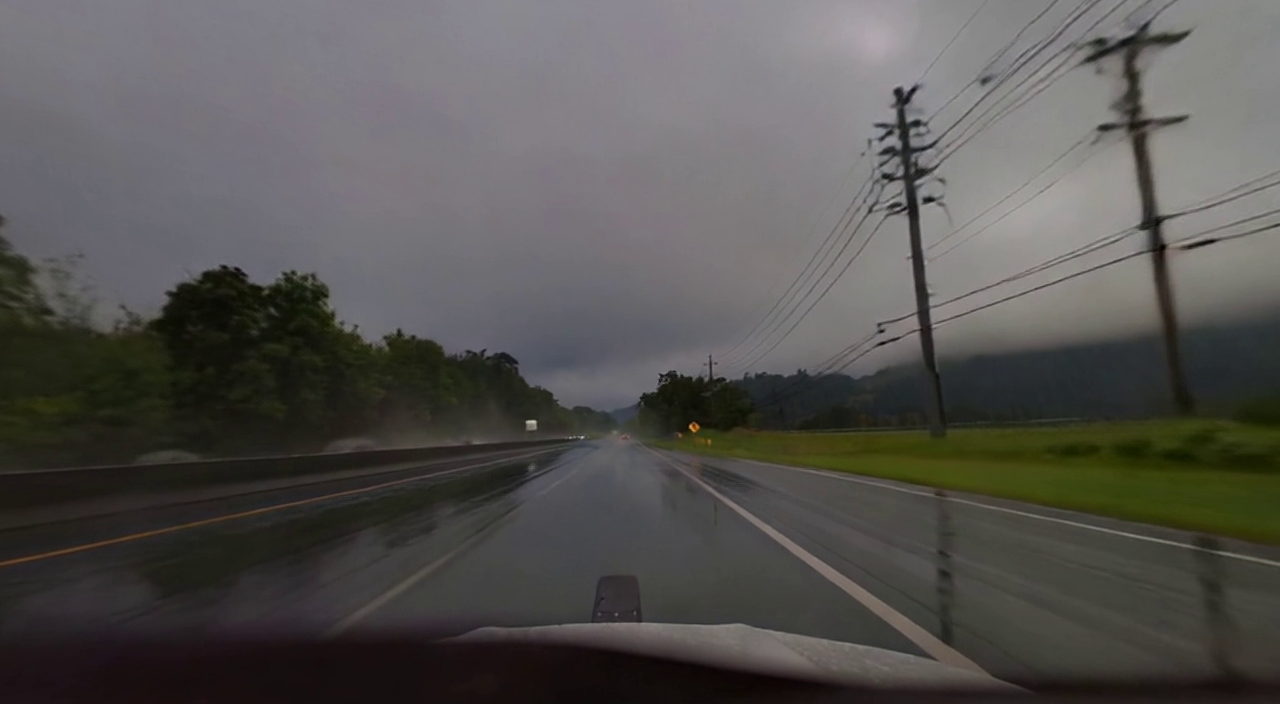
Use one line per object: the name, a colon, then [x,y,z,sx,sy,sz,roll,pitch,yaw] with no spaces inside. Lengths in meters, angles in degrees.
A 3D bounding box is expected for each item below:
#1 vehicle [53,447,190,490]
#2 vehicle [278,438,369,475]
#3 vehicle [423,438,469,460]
vehicle: [-21.344,4.772,26.237,1.780,1.500,4.709,-1,-8,-1]
vehicle: [-13.451,4.427,27.081,1.811,1.468,4.112,0,-8,0]
vehicle: [-13.549,6.782,44.228,1.791,1.426,4.502,0,-8,0]
